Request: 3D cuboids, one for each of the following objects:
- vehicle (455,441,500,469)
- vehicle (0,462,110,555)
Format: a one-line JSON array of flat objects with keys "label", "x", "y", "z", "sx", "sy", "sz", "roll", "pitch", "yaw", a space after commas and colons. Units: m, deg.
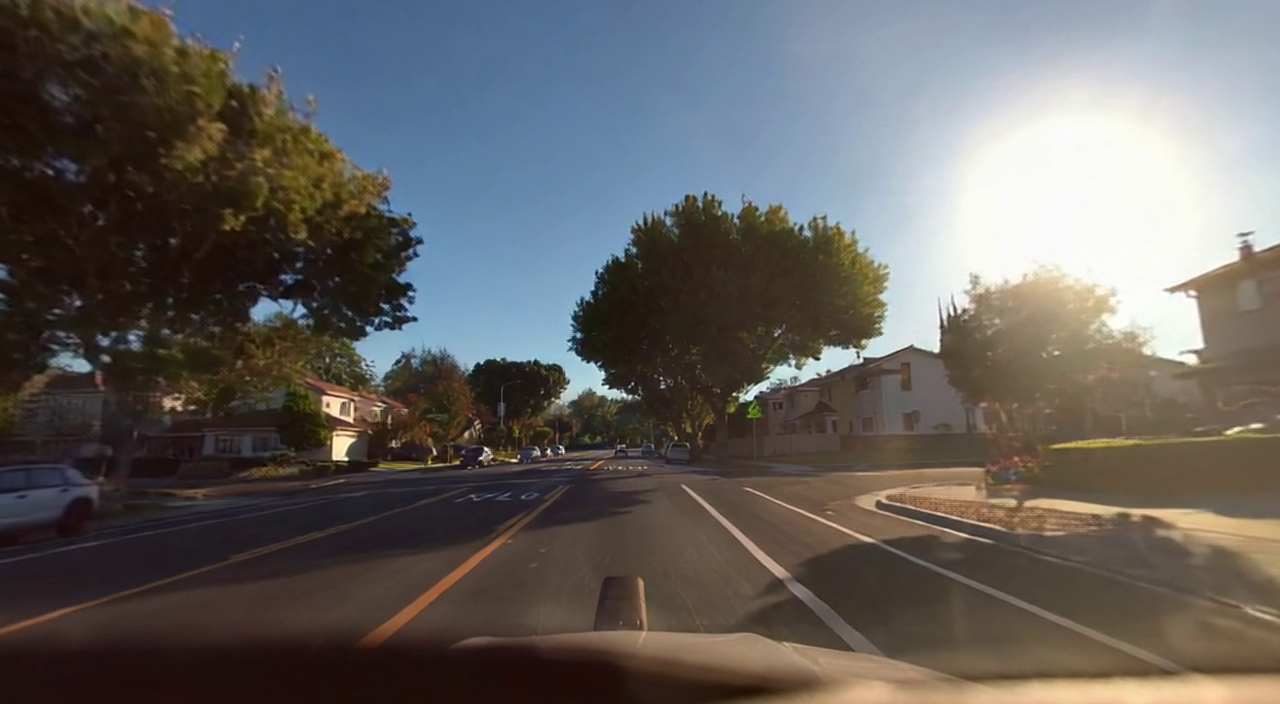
[{"label": "vehicle", "x": -12.548, "y": 7.999, "z": 49.269, "sx": 2.199, "sy": 1.988, "sz": 5.454, "roll": 0, "pitch": -9, "yaw": -2}, {"label": "vehicle", "x": -11.558, "y": 2.656, "z": 10.511, "sx": 1.870, "sy": 1.451, "sz": 4.140, "roll": -1, "pitch": -8, "yaw": 0}]
